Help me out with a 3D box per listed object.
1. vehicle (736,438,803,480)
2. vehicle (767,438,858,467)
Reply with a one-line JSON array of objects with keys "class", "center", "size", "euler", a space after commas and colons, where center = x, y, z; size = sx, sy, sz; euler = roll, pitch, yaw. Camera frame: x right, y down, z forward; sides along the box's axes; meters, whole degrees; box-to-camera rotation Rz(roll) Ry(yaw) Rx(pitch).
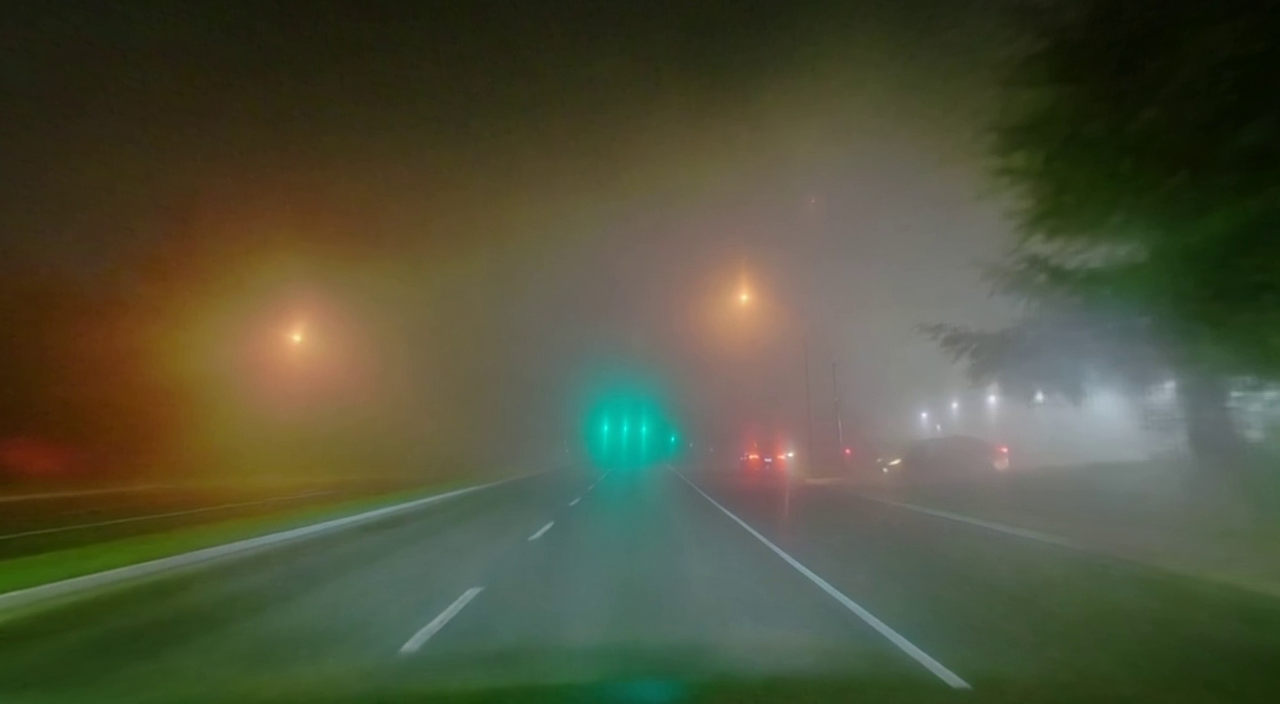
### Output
[{"class": "vehicle", "center": [5.667, 4.744, 28.243], "size": [2.057, 1.688, 4.596], "euler": [0, -8, 0]}, {"class": "vehicle", "center": [10.361, 6.106, 38.158], "size": [4.879, 1.701, 2.095], "euler": [0, -10, 3]}]
